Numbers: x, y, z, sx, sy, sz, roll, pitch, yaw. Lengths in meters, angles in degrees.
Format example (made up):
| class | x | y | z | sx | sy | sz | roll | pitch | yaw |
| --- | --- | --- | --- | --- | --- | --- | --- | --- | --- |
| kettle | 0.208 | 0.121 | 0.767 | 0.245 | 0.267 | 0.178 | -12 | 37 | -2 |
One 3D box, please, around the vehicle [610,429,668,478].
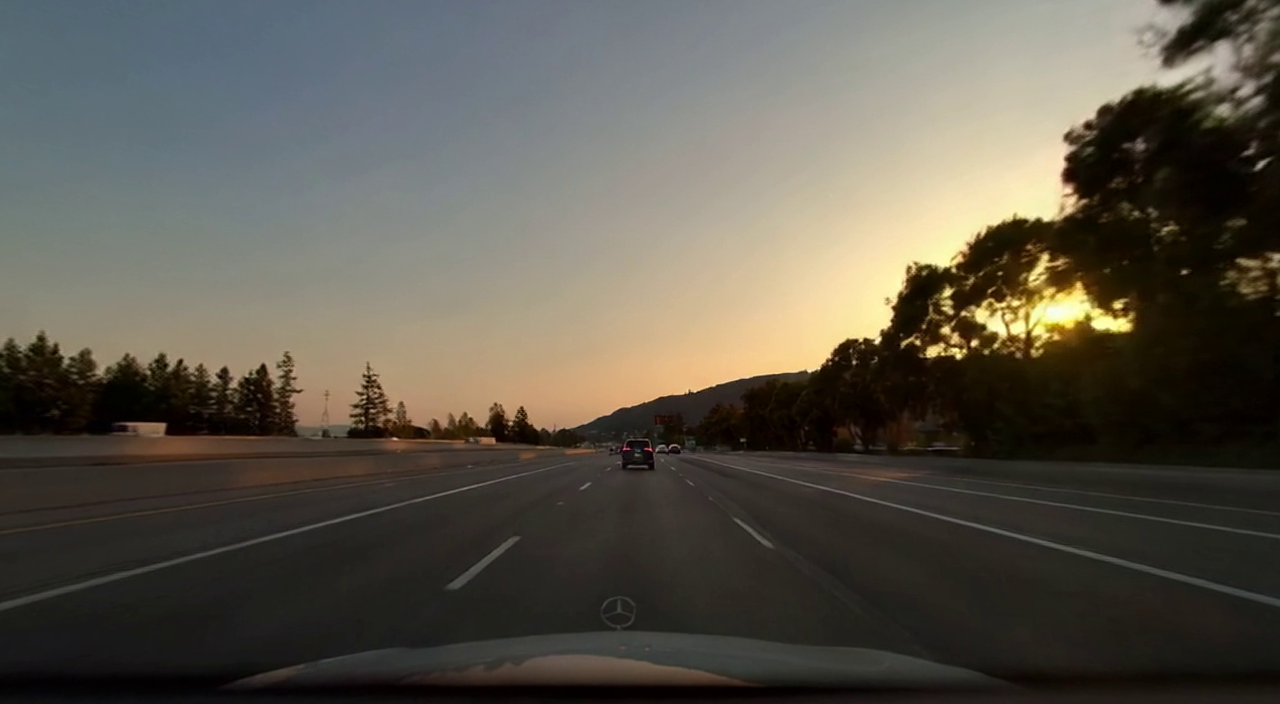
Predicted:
| class | x | y | z | sx | sy | sz | roll | pitch | yaw |
| --- | --- | --- | --- | --- | --- | --- | --- | --- | --- |
| vehicle | -0.018 | 4.376 | 27.359 | 2.269 | 1.924 | 4.596 | 0 | -8 | 0 |
